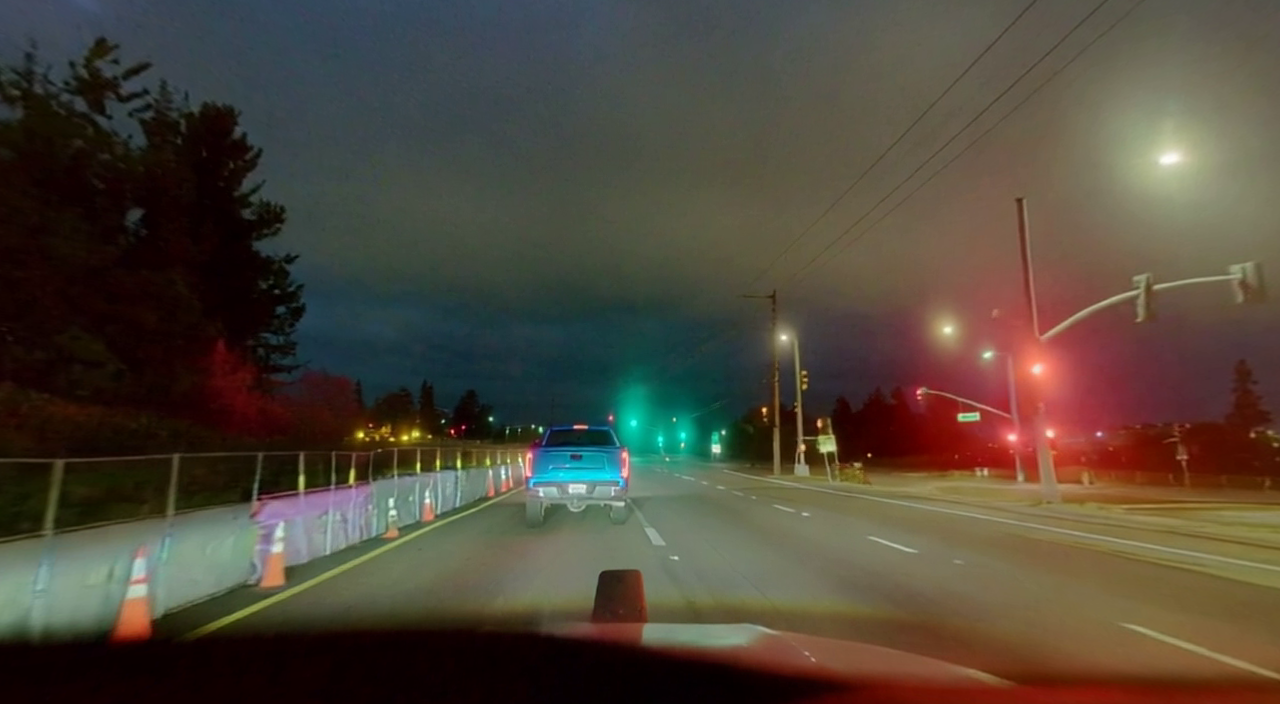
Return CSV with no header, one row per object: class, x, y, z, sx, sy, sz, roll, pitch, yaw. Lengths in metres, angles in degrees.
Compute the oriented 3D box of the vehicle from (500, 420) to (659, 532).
vehicle,-0.933,2.302,12.431,2.436,1.698,5.322,0,-8,0
